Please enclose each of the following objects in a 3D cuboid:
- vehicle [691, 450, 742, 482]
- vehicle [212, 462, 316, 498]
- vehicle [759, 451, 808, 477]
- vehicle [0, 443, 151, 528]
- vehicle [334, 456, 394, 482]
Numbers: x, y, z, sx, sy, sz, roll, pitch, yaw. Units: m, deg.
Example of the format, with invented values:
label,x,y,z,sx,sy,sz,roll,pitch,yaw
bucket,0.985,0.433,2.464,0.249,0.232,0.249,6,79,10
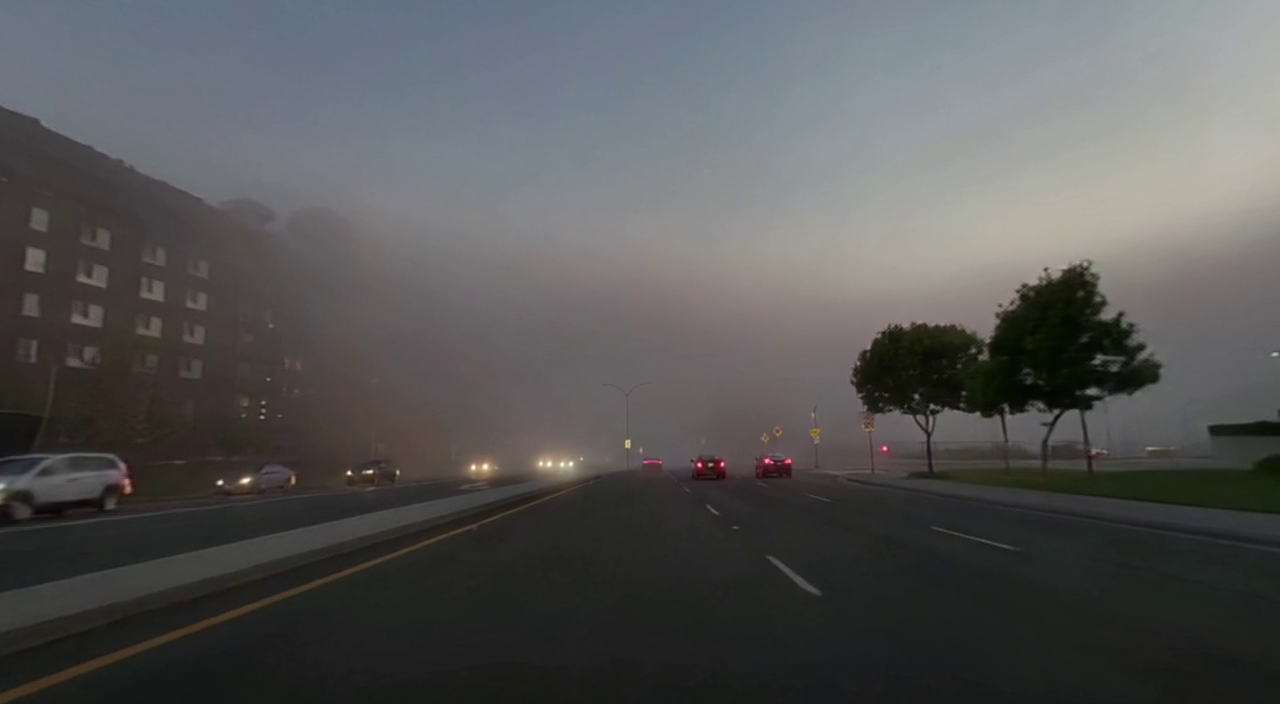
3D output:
label,x,y,z,sx,sy,sz,roll,pitch,yaw
vehicle,3.774,5.717,32.011,2.020,1.479,4.650,0,-9,0
vehicle,-17.440,5.913,29.600,1.804,1.421,4.659,-1,-9,3
vehicle,8.389,6.559,37.271,1.932,1.439,4.159,0,-9,0
vehicle,-14.611,3.083,15.056,2.024,1.798,4.588,-1,-9,3
vehicle,-21.108,8.974,48.612,2.141,1.809,5.002,-1,-9,3
